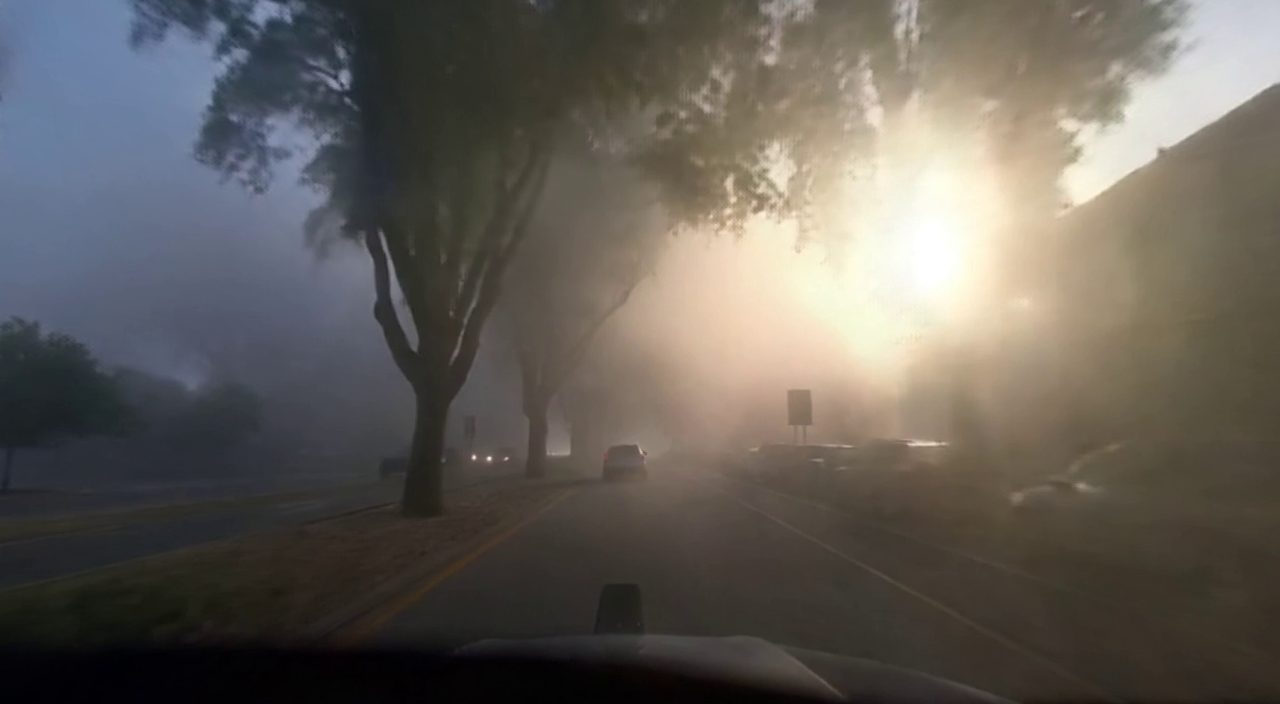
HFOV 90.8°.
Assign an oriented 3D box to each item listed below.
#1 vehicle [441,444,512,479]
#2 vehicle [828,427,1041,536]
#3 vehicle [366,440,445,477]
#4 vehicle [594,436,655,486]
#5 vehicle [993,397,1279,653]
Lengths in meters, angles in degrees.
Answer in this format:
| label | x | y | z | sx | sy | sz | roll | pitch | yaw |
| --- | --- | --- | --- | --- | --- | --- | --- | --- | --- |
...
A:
| label | x | y | z | sx | sy | sz | roll | pitch | yaw |
| --- | --- | --- | --- | --- | --- | --- | --- | --- | --- |
| vehicle | -7.614 | 5.128 | 29.953 | 2.105 | 1.474 | 4.808 | 0 | -8 | 0 |
| vehicle | 5.601 | 2.498 | 12.840 | 2.053 | 1.799 | 4.446 | 0 | -8 | -1 |
| vehicle | -12.001 | 5.477 | 32.777 | 2.020 | 1.754 | 5.185 | 0 | -8 | 1 |
| vehicle | -0.547 | 4.035 | 23.667 | 2.070 | 1.698 | 3.925 | 0 | -8 | -1 |
| vehicle | 5.614 | 1.433 | 5.831 | 2.026 | 1.822 | 4.520 | 0 | -8 | 0 |
